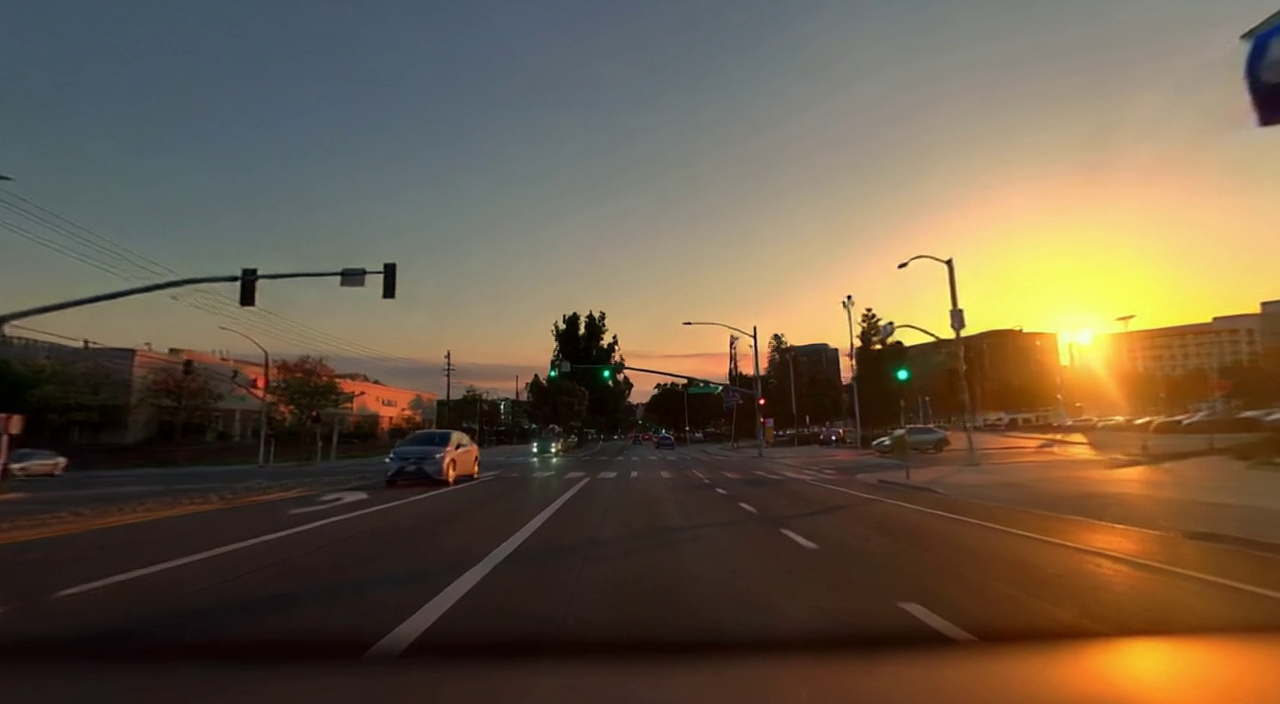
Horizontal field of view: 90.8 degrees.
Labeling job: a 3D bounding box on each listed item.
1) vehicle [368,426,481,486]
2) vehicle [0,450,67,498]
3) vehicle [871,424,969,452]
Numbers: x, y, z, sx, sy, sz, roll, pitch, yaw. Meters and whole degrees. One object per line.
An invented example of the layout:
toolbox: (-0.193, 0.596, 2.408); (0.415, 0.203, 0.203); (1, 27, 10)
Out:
vehicle: (-6.743, 3.314, 20.387); (2.074, 1.692, 4.333); (0, -8, 1)
vehicle: (-21.703, 4.133, 21.769); (1.927, 1.457, 4.444); (5, -9, -30)
vehicle: (16.340, 5.062, 37.053); (4.727, 1.585, 2.066); (0, -8, 1)
